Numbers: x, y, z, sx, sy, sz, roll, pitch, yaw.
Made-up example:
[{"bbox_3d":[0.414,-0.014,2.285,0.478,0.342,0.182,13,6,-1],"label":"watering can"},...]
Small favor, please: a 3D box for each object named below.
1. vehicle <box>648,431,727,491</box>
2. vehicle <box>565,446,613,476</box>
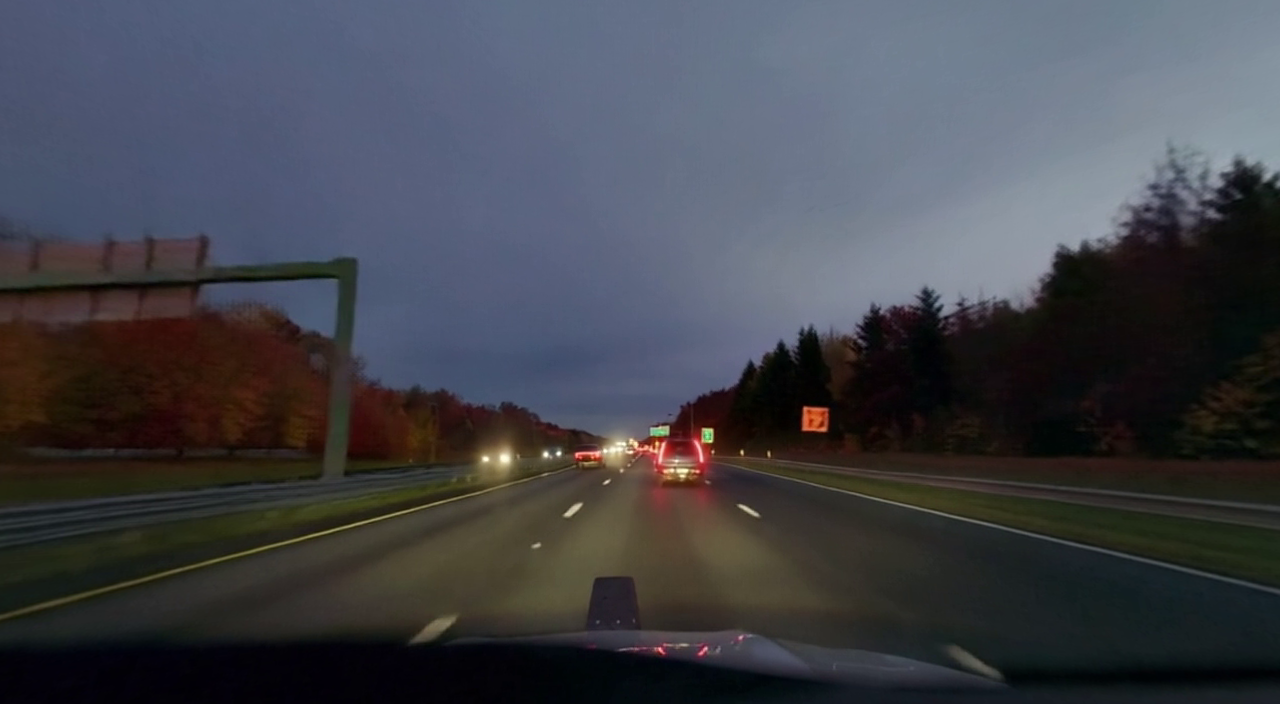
[{"bbox_3d":[1.413,3.519,20.525,2.250,1.718,4.358,0,-9,0],"label":"vehicle"},{"bbox_3d":[-2.505,5.472,31.696,2.037,1.418,3.793,-1,-9,2],"label":"vehicle"}]
